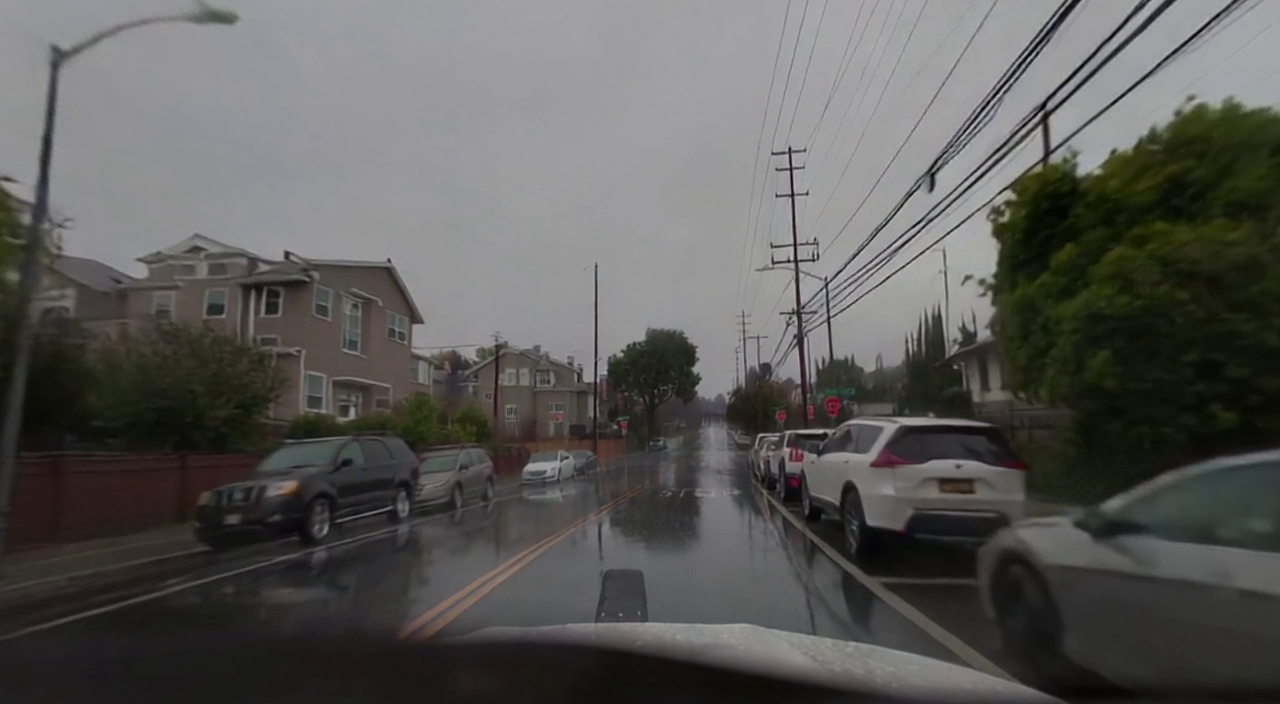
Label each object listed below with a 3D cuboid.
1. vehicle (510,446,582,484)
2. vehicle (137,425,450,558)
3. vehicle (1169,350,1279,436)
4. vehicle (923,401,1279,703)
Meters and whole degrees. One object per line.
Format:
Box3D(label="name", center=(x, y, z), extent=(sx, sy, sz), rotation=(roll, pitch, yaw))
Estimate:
Box3D(label="vehicle", center=(-4.000, 4.908, 27.769), extent=(2.098, 1.454, 4.449), rotation=(-1, -8, 5))
Box3D(label="vehicle", center=(-6.117, 2.516, 12.443), extent=(2.359, 1.947, 5.833), rotation=(-1, -8, 7))
Box3D(label="vehicle", center=(12.082, 0.666, 10.749), extent=(1.870, 1.454, 4.808), rotation=(0, -8, -2))
Box3D(label="vehicle", center=(3.034, 0.917, 2.150), extent=(1.873, 1.489, 4.761), rotation=(0, -8, -1))
